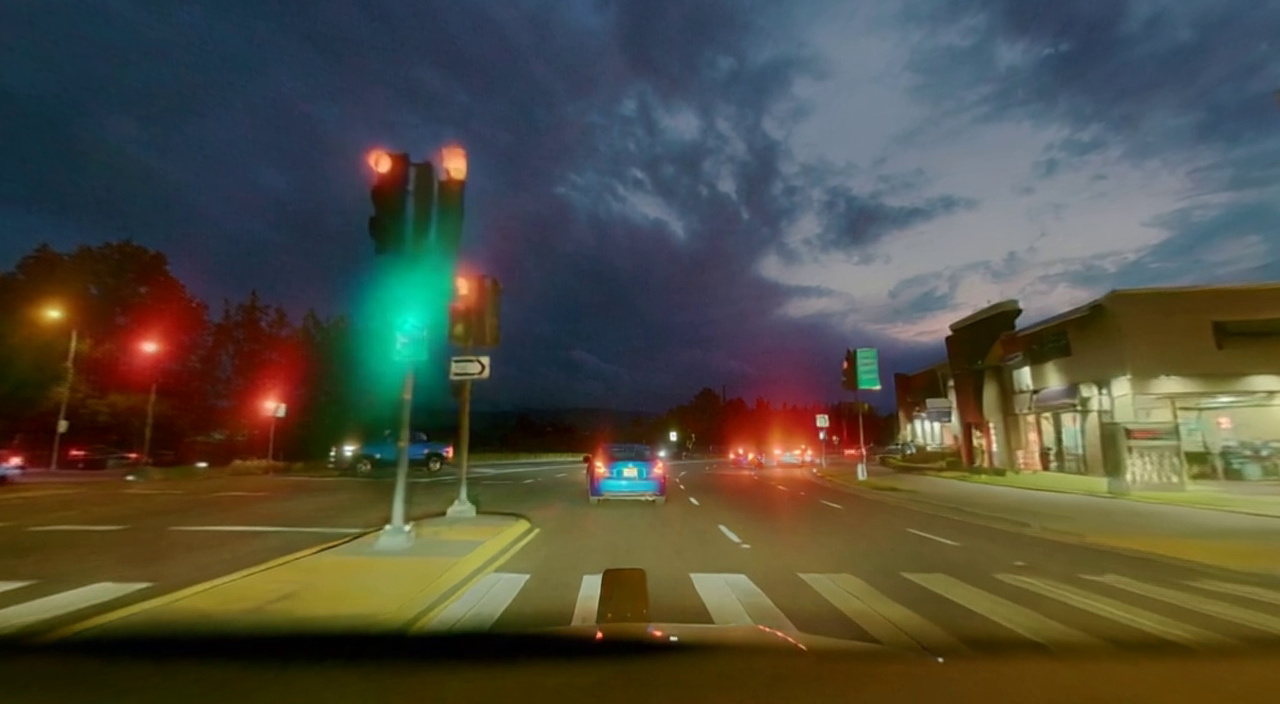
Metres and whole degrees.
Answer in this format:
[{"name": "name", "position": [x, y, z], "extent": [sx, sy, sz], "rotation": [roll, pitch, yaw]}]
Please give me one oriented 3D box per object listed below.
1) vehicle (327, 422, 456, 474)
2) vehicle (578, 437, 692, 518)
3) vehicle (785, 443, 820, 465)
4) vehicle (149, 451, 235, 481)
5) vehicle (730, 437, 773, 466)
[{"name": "vehicle", "position": [-14.587, 5.695, 37.656], "extent": [2.287, 2.780, 7.166], "rotation": [-5, -10, 31]}, {"name": "vehicle", "position": [-0.151, 2.618, 13.736], "extent": [2.118, 1.480, 3.949], "rotation": [0, -8, -2]}, {"name": "vehicle", "position": [12.190, 7.590, 47.246], "extent": [1.822, 1.555, 3.574], "rotation": [-4, -9, 25]}, {"name": "vehicle", "position": [-19.670, 4.996, 27.738], "extent": [1.259, 1.181, 2.744], "rotation": [-5, -10, 26]}, {"name": "vehicle", "position": [7.606, 6.701, 42.630], "extent": [2.212, 1.790, 4.768], "rotation": [-3, -9, 17]}]
